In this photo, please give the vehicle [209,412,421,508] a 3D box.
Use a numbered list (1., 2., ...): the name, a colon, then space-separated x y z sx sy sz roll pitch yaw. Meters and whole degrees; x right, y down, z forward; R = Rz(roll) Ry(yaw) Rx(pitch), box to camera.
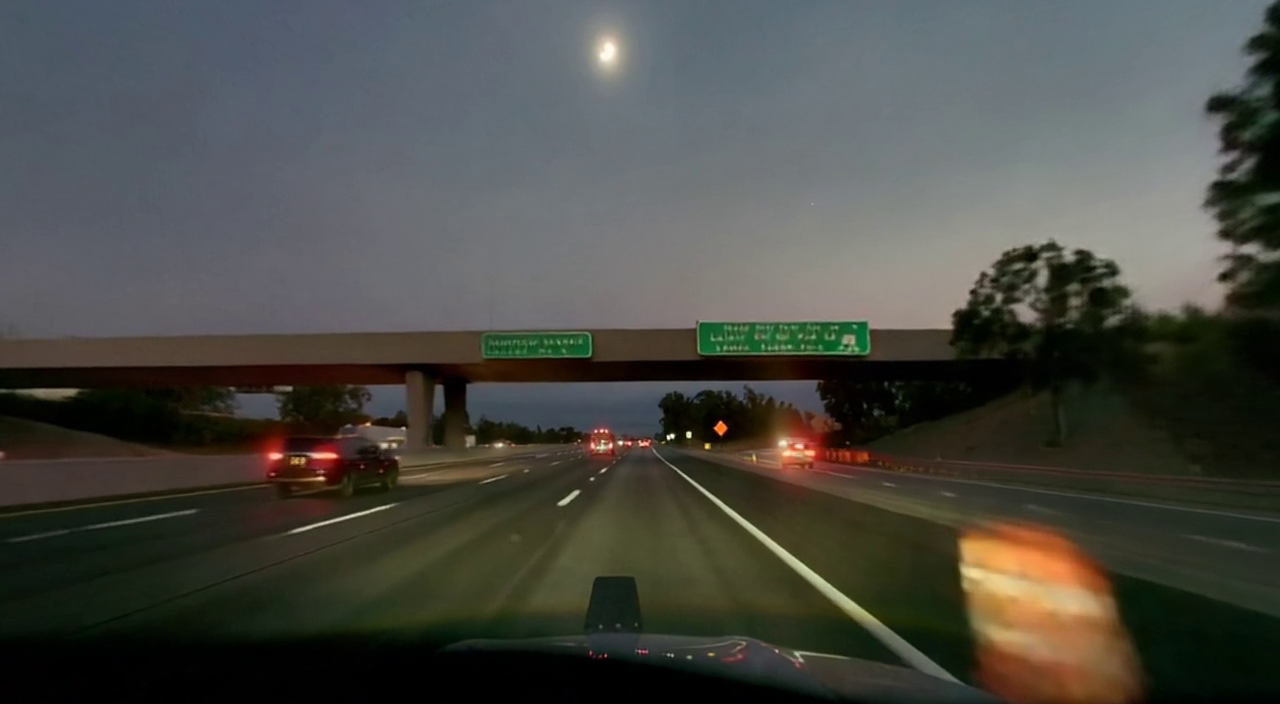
1. vehicle: -6.984 2.392 14.360 2.103 1.775 4.966 0 -8 1
